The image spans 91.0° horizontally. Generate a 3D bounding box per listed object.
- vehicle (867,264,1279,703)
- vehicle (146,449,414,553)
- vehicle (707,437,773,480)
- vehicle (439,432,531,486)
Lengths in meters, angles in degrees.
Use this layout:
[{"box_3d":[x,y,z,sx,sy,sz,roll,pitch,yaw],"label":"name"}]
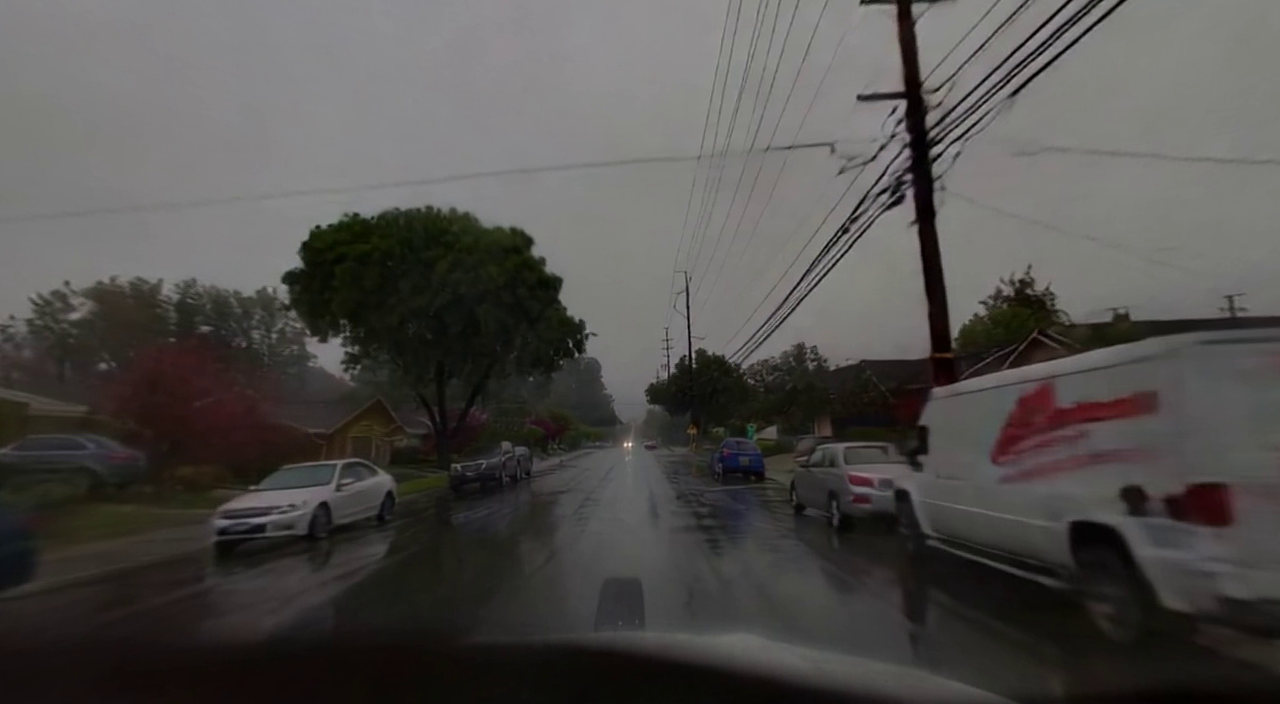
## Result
[{"box_3d":[4.136,1.066,5.392,2.396,2.164,5.381,0,-9,1],"label":"vehicle"},{"box_3d":[-6.078,2.528,11.518,2.048,1.438,4.728,-1,-9,1],"label":"vehicle"},{"box_3d":[3.878,4.195,25.031,1.848,1.550,4.054,0,-9,-1],"label":"vehicle"},{"box_3d":[-6.037,4.249,25.315,2.322,1.913,5.582,0,-9,-1],"label":"vehicle"}]
